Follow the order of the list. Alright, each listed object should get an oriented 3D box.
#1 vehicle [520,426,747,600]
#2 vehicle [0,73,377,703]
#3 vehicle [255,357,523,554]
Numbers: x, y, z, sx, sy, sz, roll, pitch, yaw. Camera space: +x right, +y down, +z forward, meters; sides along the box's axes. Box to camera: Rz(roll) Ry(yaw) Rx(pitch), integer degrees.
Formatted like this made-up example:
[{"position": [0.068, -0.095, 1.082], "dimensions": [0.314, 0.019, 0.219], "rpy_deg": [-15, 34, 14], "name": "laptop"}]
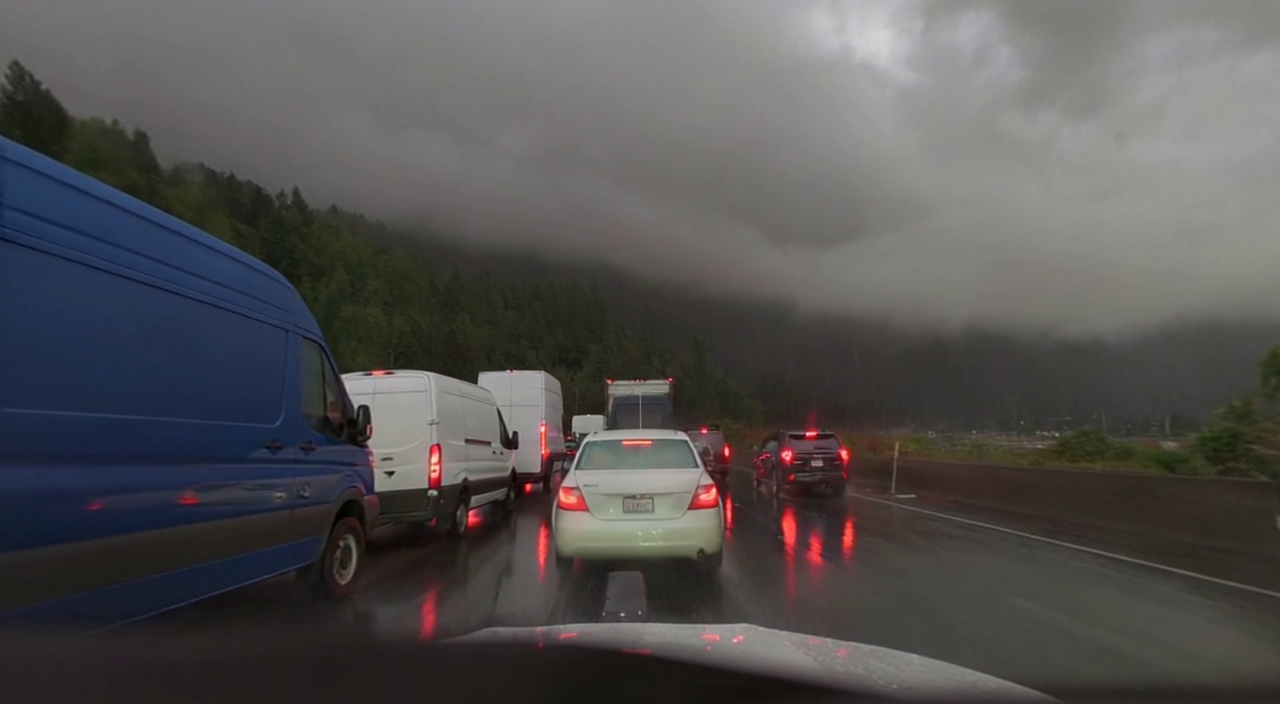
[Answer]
[{"position": [-0.100, 1.687, 7.331], "dimensions": [1.995, 1.495, 3.380], "rpy_deg": [0, -9, -1], "name": "vehicle"}, {"position": [-4.052, 0.341, 3.755], "dimensions": [2.254, 2.879, 6.656], "rpy_deg": [0, -9, -2], "name": "vehicle"}, {"position": [-4.024, 1.911, 12.017], "dimensions": [2.349, 2.643, 6.807], "rpy_deg": [0, -9, -1], "name": "vehicle"}]
